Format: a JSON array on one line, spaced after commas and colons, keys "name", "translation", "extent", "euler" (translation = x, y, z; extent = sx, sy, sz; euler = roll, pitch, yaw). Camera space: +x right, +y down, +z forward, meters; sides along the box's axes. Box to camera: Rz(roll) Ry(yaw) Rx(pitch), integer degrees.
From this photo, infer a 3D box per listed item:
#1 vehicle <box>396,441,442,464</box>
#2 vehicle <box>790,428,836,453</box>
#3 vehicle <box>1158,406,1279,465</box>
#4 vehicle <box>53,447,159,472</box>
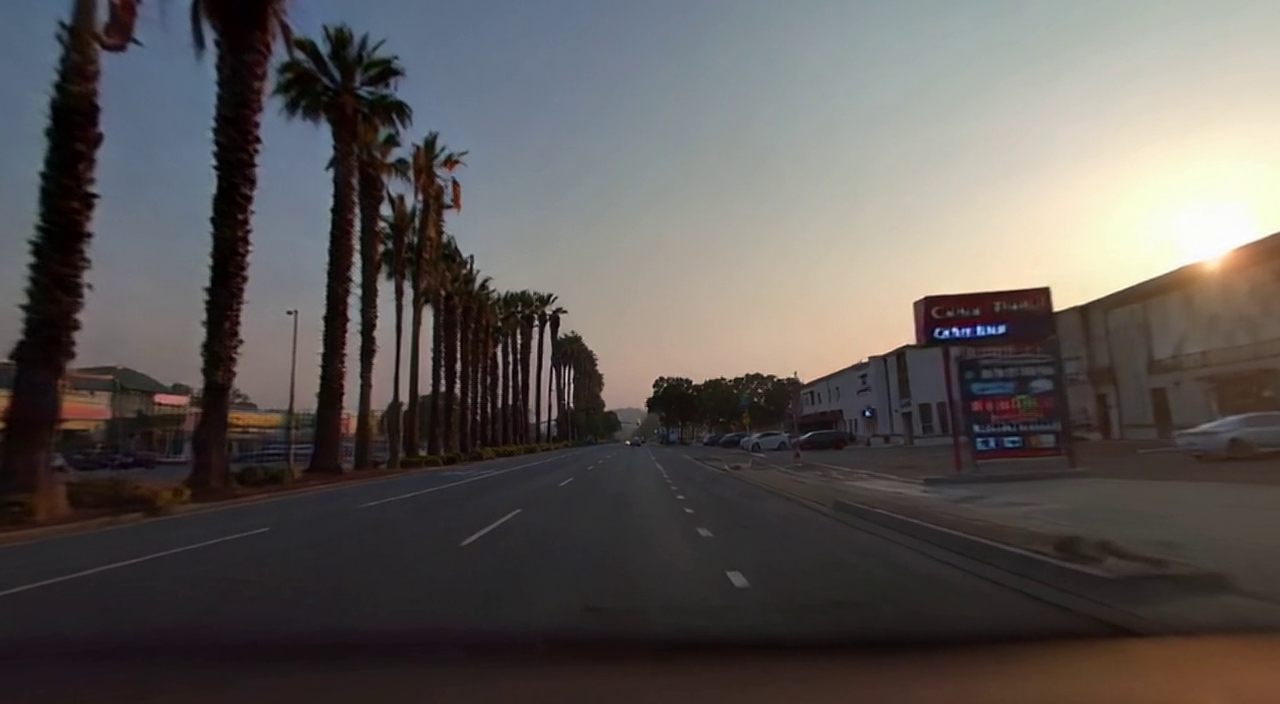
[{"name": "vehicle", "translation": [-16.868, 7.679, 48.417], "extent": [1.876, 1.460, 4.483], "euler": [-3, -7, 2]}, {"name": "vehicle", "translation": [12.331, 6.362, 45.342], "extent": [1.909, 1.686, 4.670], "euler": [0, -9, -1]}, {"name": "vehicle", "translation": [19.382, 2.560, 19.689], "extent": [4.552, 1.649, 2.187], "euler": [-2, -9, -3]}, {"name": "vehicle", "translation": [-37.281, 7.507, 44.281], "extent": [5.410, 1.633, 2.366], "euler": [7, -11, -39]}]
